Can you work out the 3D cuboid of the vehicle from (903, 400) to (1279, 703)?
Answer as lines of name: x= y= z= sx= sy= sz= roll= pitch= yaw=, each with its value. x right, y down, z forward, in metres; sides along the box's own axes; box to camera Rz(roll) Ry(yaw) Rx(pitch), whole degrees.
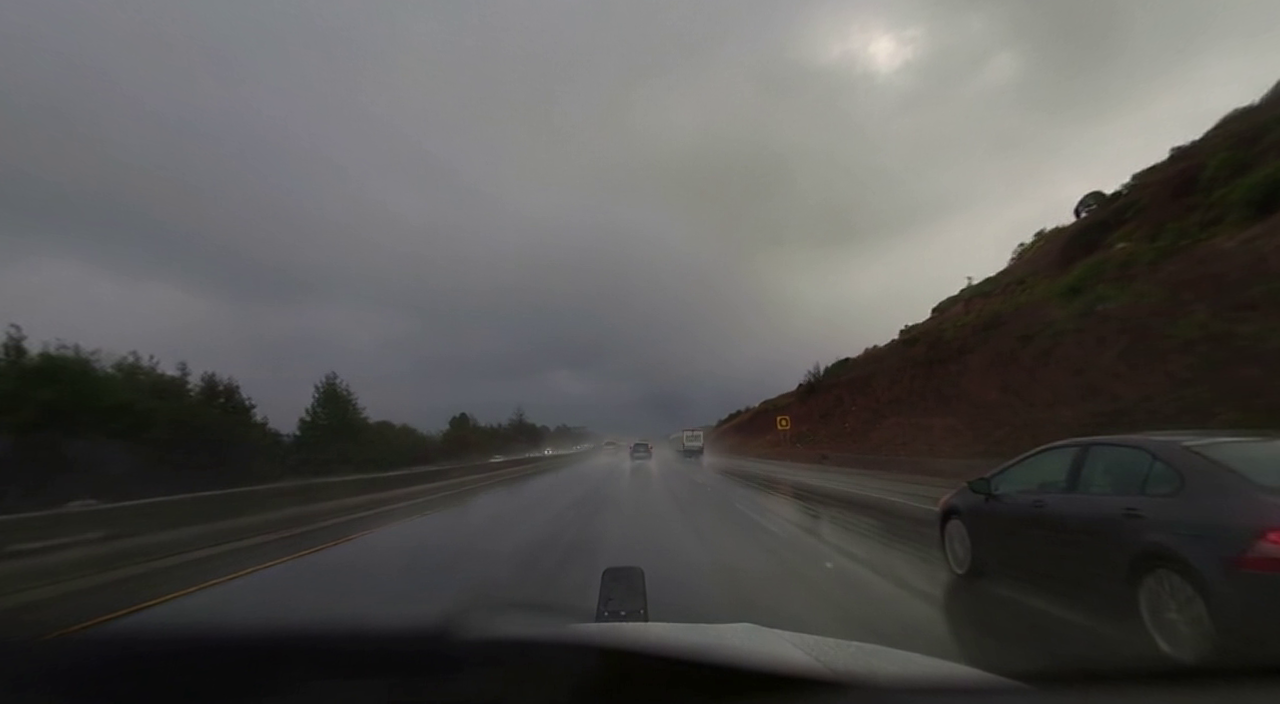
vehicle: x=3.788 y=1.196 z=4.329 sx=2.020 sy=1.500 sz=4.416 roll=0 pitch=-8 yaw=0

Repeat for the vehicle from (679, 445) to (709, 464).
vehicle: x=4.083 y=7.873 z=48.450 sx=1.976 sy=1.352 sz=3.602 roll=0 pitch=-8 yaw=-1

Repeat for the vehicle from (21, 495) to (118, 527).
vehicle: x=-38.890 y=10.816 z=43.201 sx=1.930 sy=1.634 sz=5.099 roll=0 pitch=-8 yaw=0

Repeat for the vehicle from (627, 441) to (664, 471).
vehicle: x=0.325 y=5.888 z=36.086 sx=1.986 sy=1.576 sz=4.312 roll=0 pitch=-8 yaw=0
